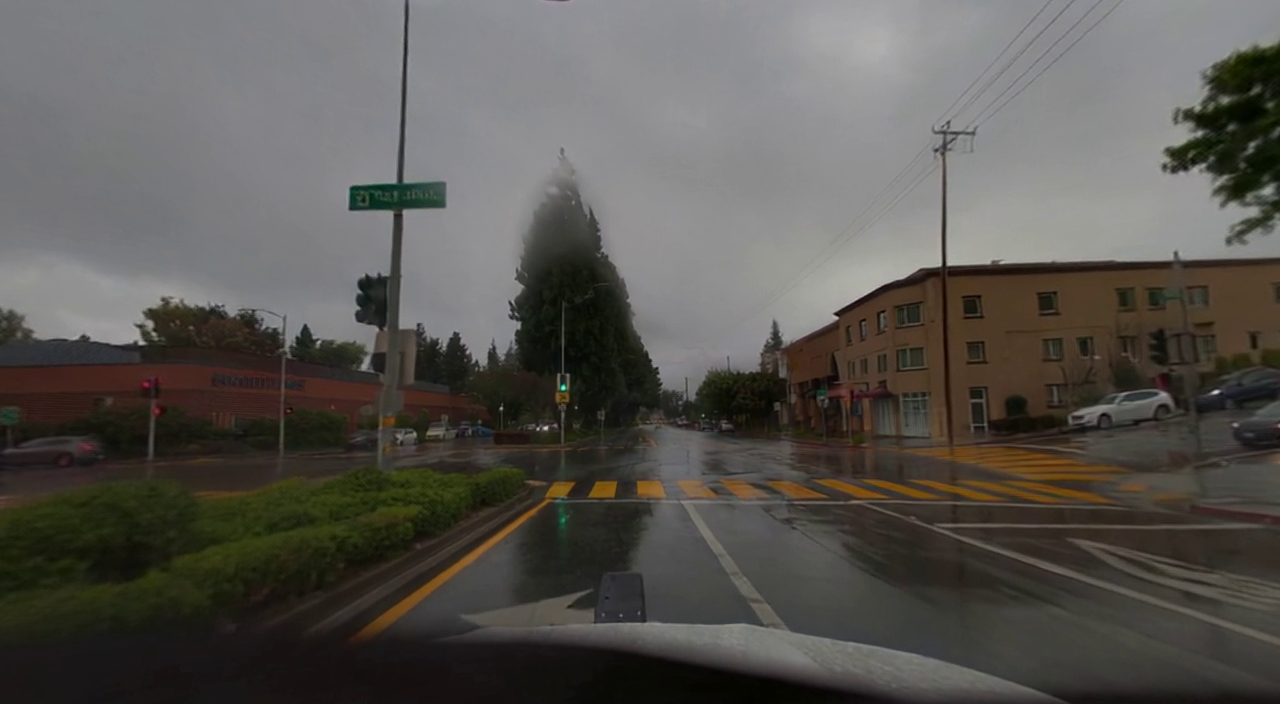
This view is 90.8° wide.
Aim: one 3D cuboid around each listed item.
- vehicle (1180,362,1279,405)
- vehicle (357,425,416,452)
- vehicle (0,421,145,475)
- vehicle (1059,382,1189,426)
[{"bbox_3d":[27.944,1.443,29.316,3.978,1.843,1.874,-2,-2,1],"label":"vehicle"},{"bbox_3d":[-18.494,6.389,46.469,2.225,1.871,5.189,0,-8,-1],"label":"vehicle"},{"bbox_3d":[-25.958,4.295,28.444,5.229,2.299,2.366,0,-8,1],"label":"vehicle"},{"bbox_3d":[22.206,2.367,29.079,4.531,1.753,1.964,-2,-2,-5],"label":"vehicle"}]
